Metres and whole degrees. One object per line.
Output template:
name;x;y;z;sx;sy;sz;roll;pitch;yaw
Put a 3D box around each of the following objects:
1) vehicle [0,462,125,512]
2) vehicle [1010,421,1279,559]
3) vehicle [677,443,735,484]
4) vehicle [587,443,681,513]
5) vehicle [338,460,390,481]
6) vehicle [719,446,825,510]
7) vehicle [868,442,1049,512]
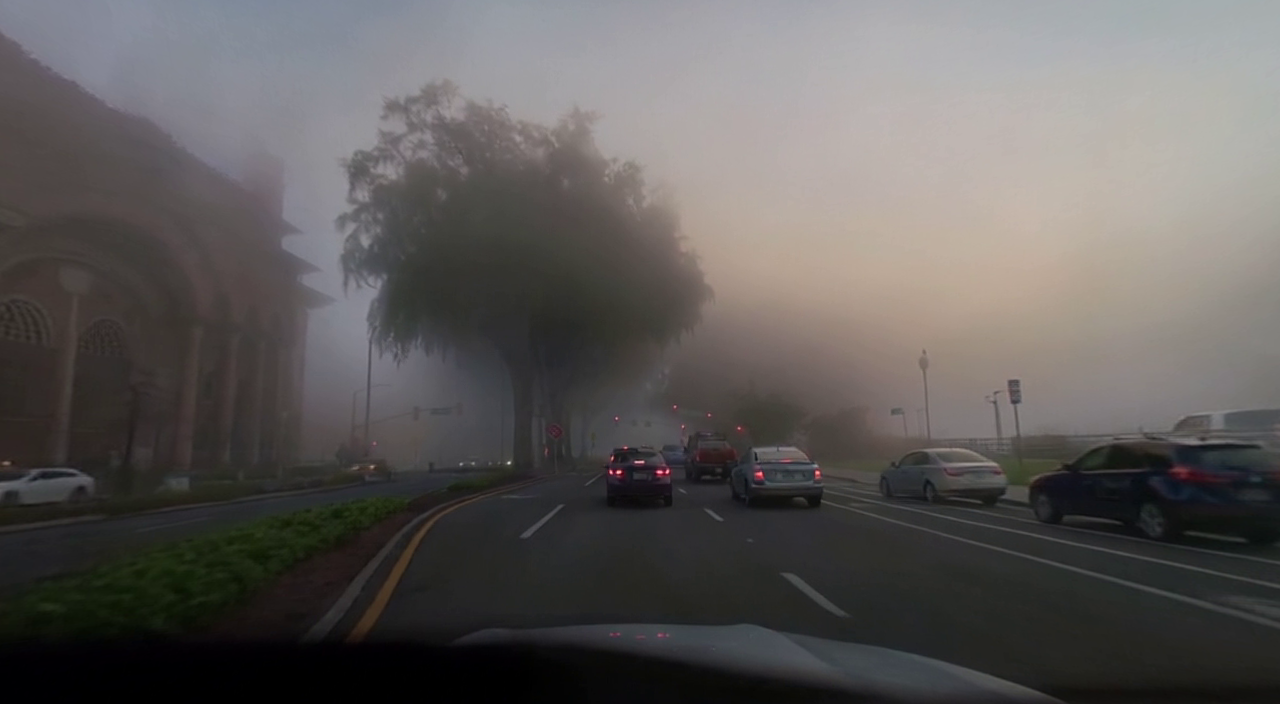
vehicle;-20.919;4.651;22.128;1.856;1.429;4.672;0;-9;-1
vehicle;8.532;2.094;10.370;1.994;1.715;4.777;0;-9;0
vehicle;3.299;5.779;33.392;2.127;1.854;7.971;0;-9;-1
vehicle;-0.172;3.040;15.729;2.050;1.521;3.747;0;-9;-1
vehicle;-21.136;9.068;48.582;1.935;1.479;4.453;0;-9;0
vehicle;3.346;3.266;16.895;1.833;1.465;4.258;0;-9;-1
vehicle;8.161;3.222;16.873;1.970;1.559;4.911;1;-9;-5
